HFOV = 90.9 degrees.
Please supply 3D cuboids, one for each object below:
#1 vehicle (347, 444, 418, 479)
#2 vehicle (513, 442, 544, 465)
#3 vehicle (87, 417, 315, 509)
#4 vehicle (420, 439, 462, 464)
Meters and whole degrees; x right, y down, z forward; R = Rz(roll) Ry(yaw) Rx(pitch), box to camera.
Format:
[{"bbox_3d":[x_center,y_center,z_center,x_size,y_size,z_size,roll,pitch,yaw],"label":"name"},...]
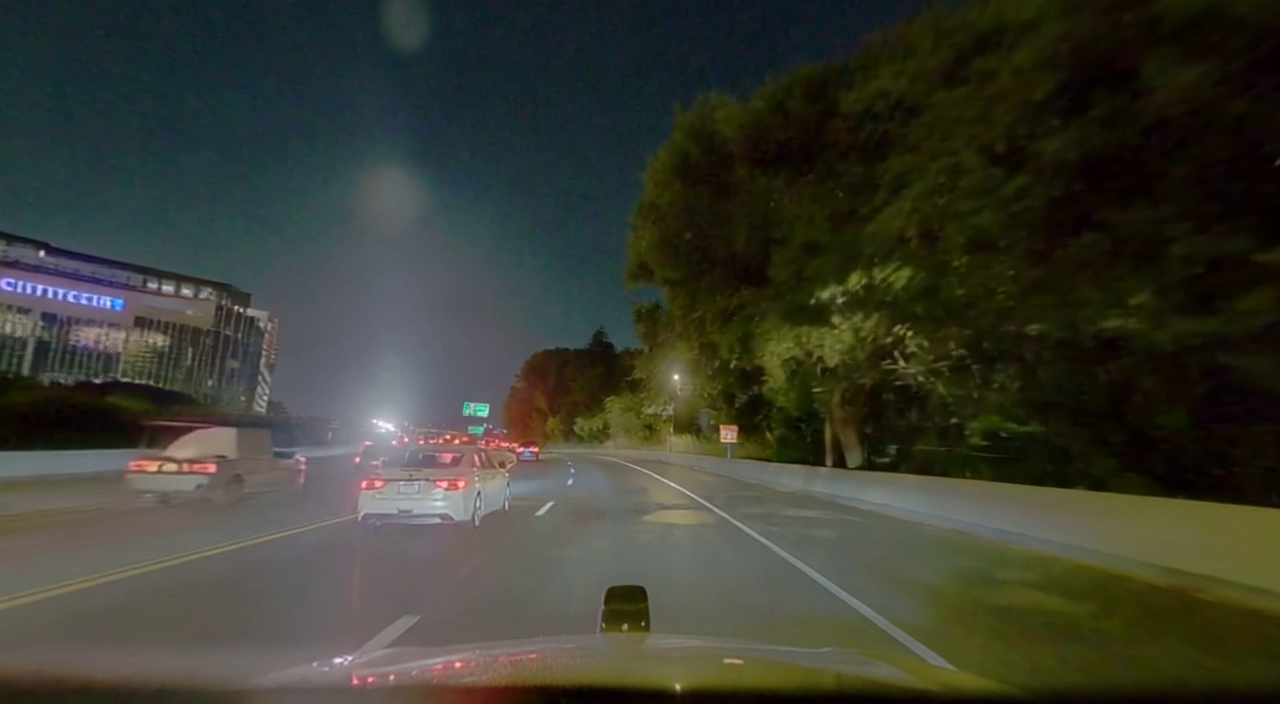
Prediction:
[{"bbox_3d":[-11.733,4.991,29.017,1.902,1.468,4.103,0,-9,-6],"label":"vehicle"},{"bbox_3d":[-7.680,7.048,43.738,1.885,1.469,4.211,1,-9,-8],"label":"vehicle"},{"bbox_3d":[-10.365,2.677,15.601,2.151,1.871,5.177,0,-9,-4],"label":"vehicle"},{"bbox_3d":[-14.087,7.069,44.885,2.028,1.675,4.870,1,-9,-9],"label":"vehicle"}]
